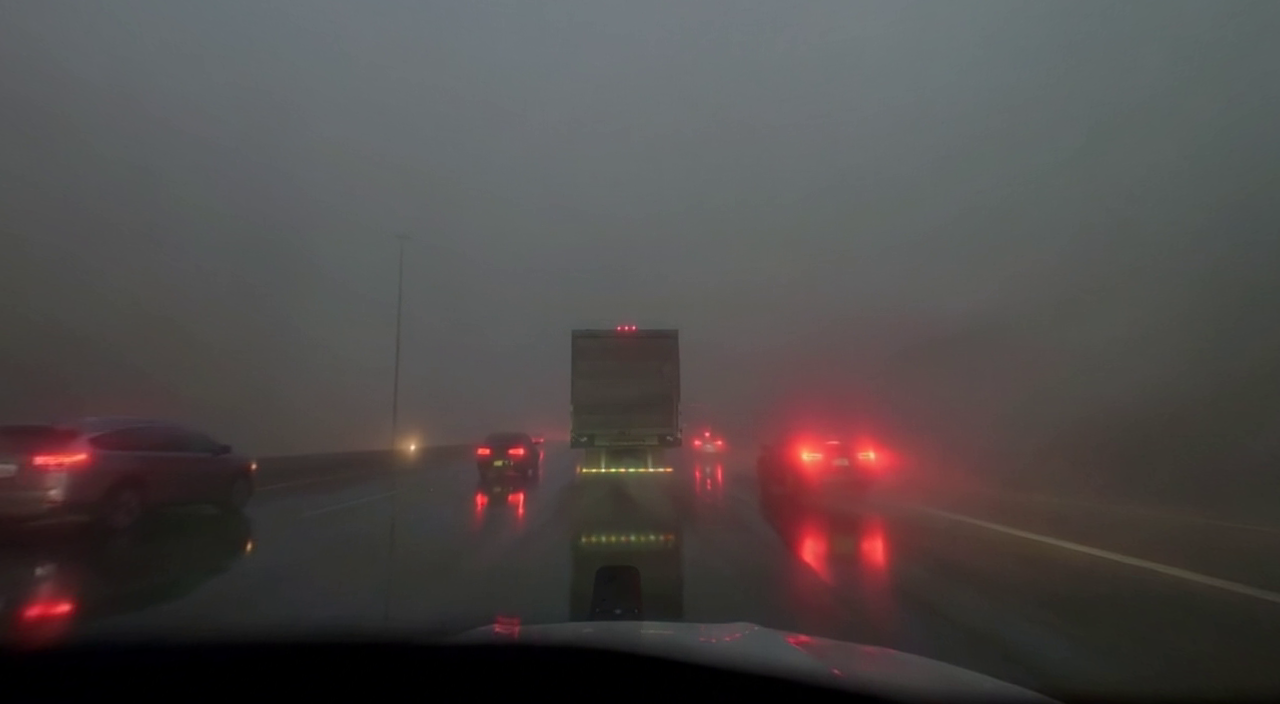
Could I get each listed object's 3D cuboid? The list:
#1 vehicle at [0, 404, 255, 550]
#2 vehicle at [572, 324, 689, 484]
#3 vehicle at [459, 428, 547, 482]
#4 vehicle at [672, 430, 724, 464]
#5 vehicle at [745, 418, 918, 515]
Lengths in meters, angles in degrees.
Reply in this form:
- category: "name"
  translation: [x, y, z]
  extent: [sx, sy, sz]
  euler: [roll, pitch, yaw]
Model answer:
- category: "vehicle"
  translation: [-7.933, 1.704, 9.259]
  extent: [1.944, 1.653, 4.097]
  euler: [0, -8, -1]
- category: "vehicle"
  translation: [-0.411, 1.950, 20.912]
  extent: [2.938, 4.033, 9.980]
  euler: [0, -8, -2]
- category: "vehicle"
  translation: [-4.122, 3.141, 19.478]
  extent: [1.882, 1.493, 3.828]
  euler: [0, -8, 0]
- category: "vehicle"
  translation: [2.695, 4.532, 30.176]
  extent: [1.976, 1.513, 4.065]
  euler: [0, -8, -2]
- category: "vehicle"
  translation: [3.414, 2.109, 12.141]
  extent: [1.945, 1.529, 4.129]
  euler: [0, -8, -1]
